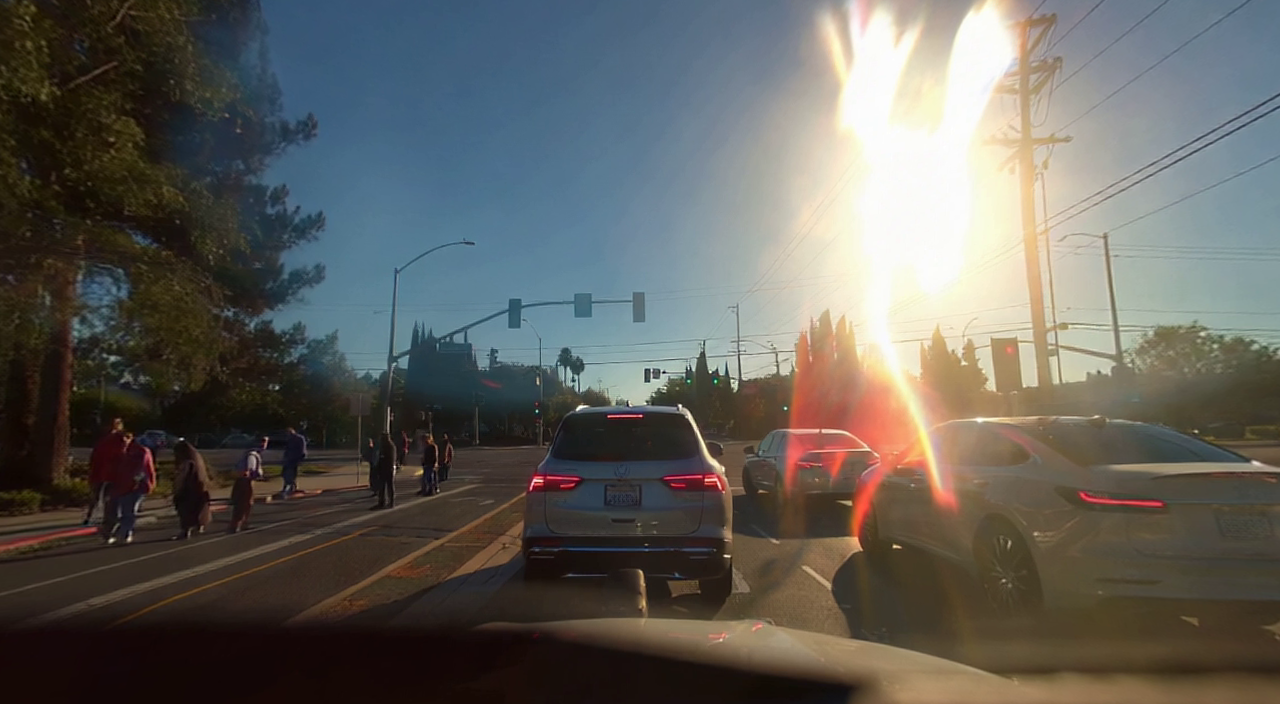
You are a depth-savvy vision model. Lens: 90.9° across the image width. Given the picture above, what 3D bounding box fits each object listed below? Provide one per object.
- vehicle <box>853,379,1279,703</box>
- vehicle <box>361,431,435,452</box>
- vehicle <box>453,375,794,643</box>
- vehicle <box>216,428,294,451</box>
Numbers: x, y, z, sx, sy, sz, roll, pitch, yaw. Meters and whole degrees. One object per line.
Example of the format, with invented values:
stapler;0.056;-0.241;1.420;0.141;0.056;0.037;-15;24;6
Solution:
vehicle;3.543;1.294;5.438;1.948;1.677;4.437;0;-8;1
vehicle;-17.750;6.557;46.350;4.607;1.478;1.995;0;-8;0
vehicle;-0.152;1.373;6.530;2.271;1.786;4.443;0;-8;-1
vehicle;-28.767;6.540;47.182;4.587;1.639;1.878;0;-8;0
